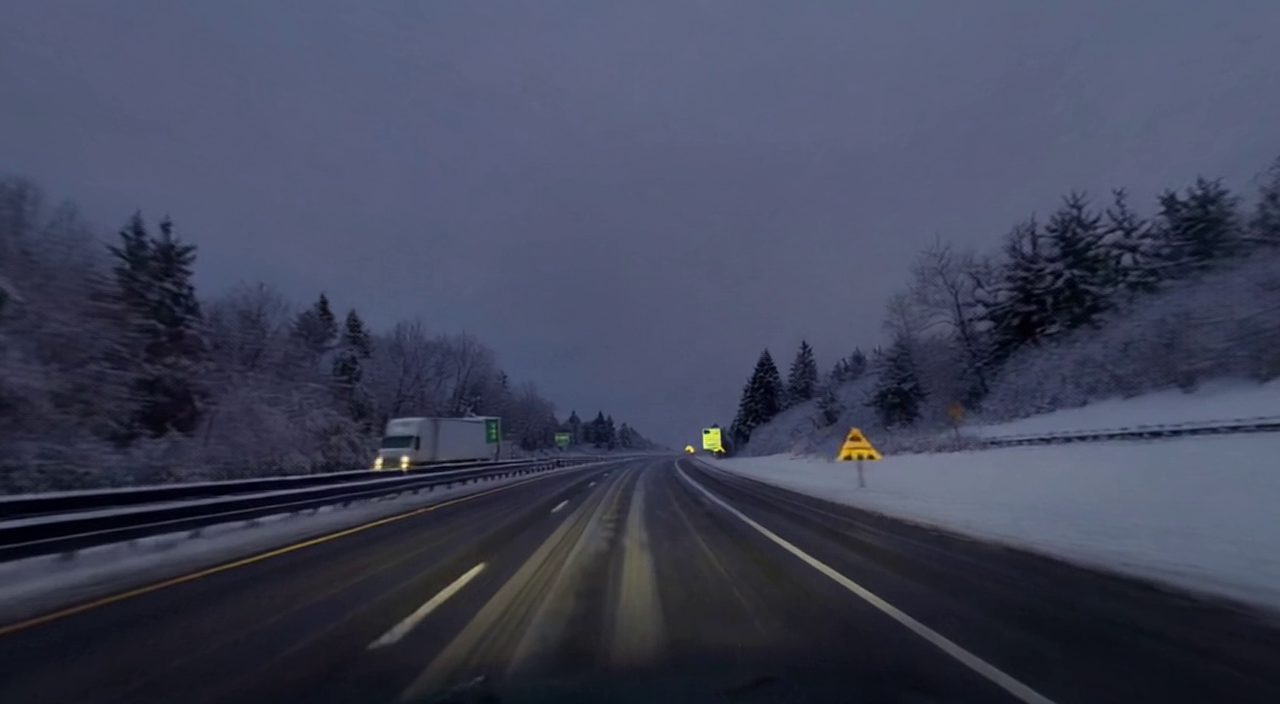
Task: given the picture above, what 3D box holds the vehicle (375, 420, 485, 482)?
[{"bbox_3d":[-15.506,7.555,48.033,2.910,4.014,14.092,-1,-9,3],"label":"vehicle"}]
